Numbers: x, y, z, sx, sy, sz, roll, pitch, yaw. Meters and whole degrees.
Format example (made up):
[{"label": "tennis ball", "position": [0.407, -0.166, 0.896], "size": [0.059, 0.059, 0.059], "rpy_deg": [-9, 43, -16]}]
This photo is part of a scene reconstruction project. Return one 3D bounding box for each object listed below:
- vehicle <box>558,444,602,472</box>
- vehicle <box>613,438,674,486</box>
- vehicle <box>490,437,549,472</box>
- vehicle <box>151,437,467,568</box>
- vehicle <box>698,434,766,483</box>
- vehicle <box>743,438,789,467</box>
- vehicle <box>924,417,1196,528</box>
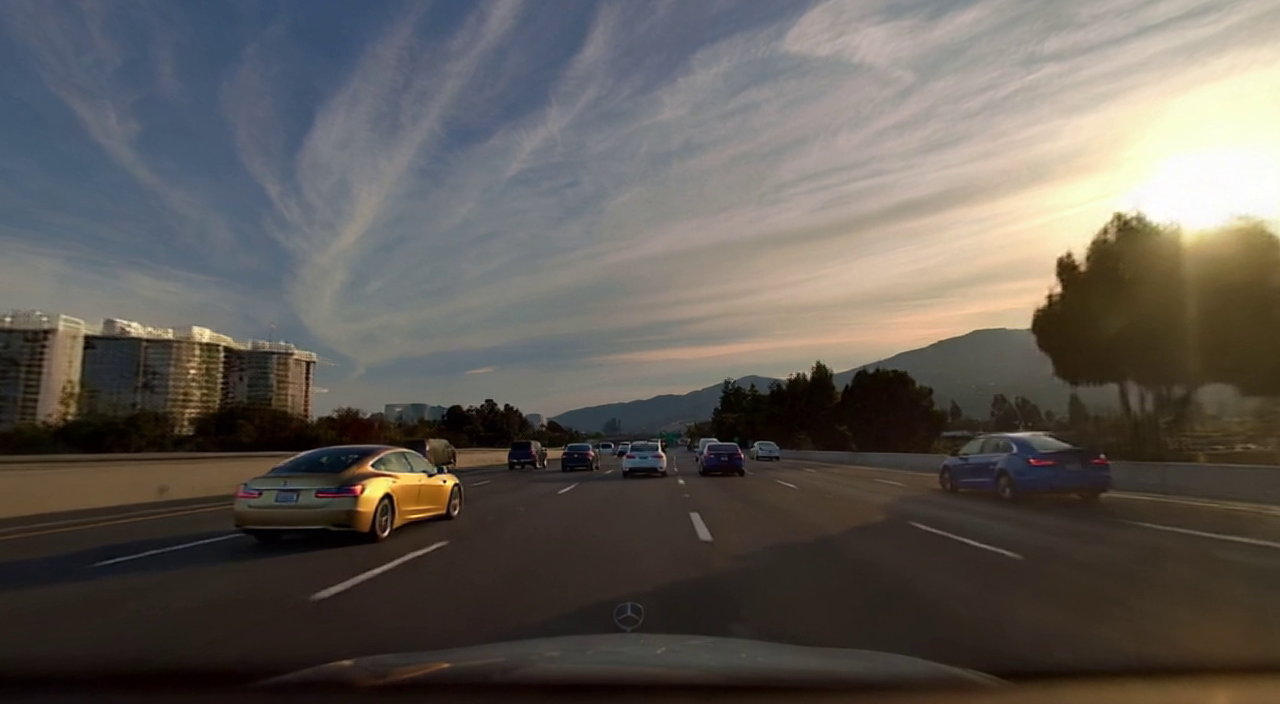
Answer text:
[{"label": "vehicle", "position": [-3.370, 6.013, 36.115], "size": [1.886, 1.455, 4.148], "rpy_deg": [-1, -8, 3]}, {"label": "vehicle", "position": [0.222, 4.111, 23.958], "size": [2.102, 1.624, 4.257], "rpy_deg": [-1, -8, 3]}, {"label": "vehicle", "position": [-6.970, 6.002, 37.179], "size": [2.187, 1.851, 5.085], "rpy_deg": [-1, -8, 3]}, {"label": "vehicle", "position": [-4.475, 2.076, 9.638], "size": [2.116, 1.473, 4.644], "rpy_deg": [-1, -8, 3]}, {"label": "vehicle", "position": [3.491, 4.119, 24.674], "size": [2.114, 1.715, 4.136], "rpy_deg": [-1, -8, 1]}, {"label": "vehicle", "position": [8.046, 6.440, 40.620], "size": [2.071, 1.754, 4.484], "rpy_deg": [-1, -8, 1]}, {"label": "vehicle", "position": [7.742, 2.261, 12.469], "size": [1.960, 1.726, 5.016], "rpy_deg": [0, -8, 1]}]
